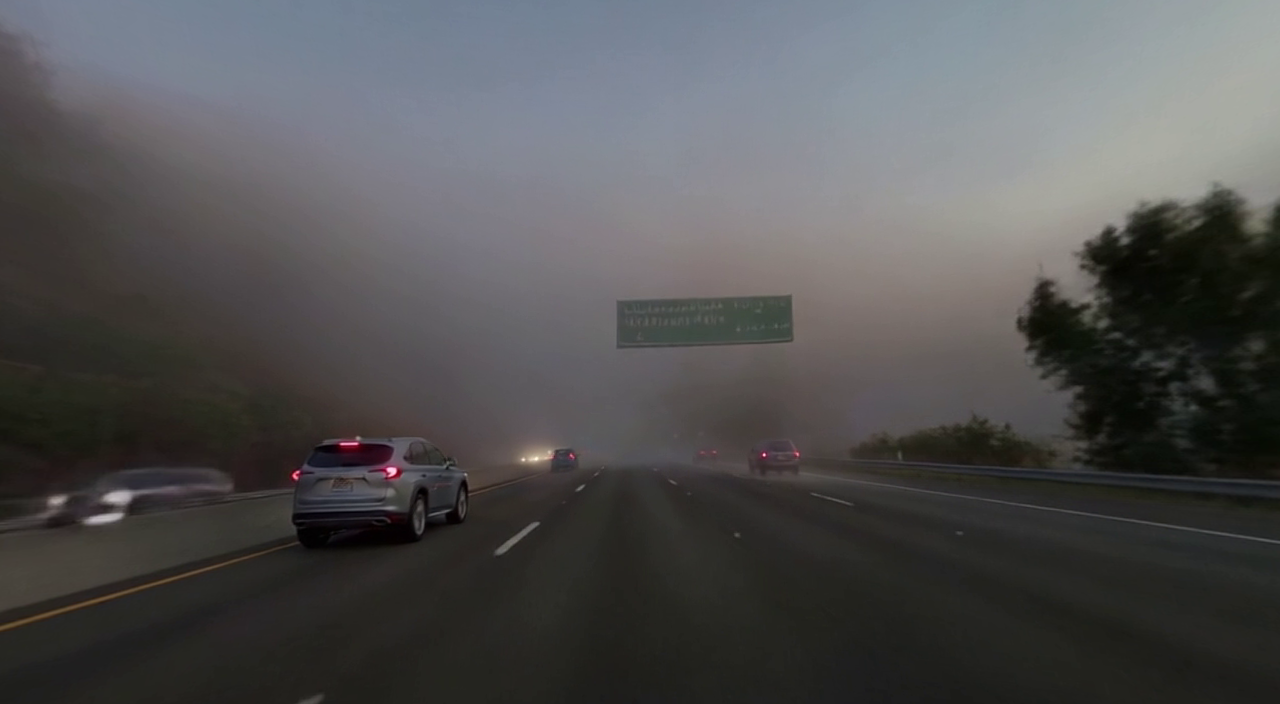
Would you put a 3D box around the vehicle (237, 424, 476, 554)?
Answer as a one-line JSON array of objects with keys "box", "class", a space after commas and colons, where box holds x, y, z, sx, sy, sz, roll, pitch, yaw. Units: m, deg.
[{"box": [-4.420, 2.190, 10.759, 2.079, 1.745, 4.281, 0, -9, -1], "class": "vehicle"}]

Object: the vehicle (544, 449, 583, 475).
[{"box": [-4.623, 6.715, 38.657, 2.009, 1.488, 4.289, 0, -9, -2], "class": "vehicle"}]

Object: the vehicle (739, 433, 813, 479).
[{"box": [6.612, 5.124, 31.231, 2.378, 2.096, 5.119, 0, -9, -2], "class": "vehicle"}]
